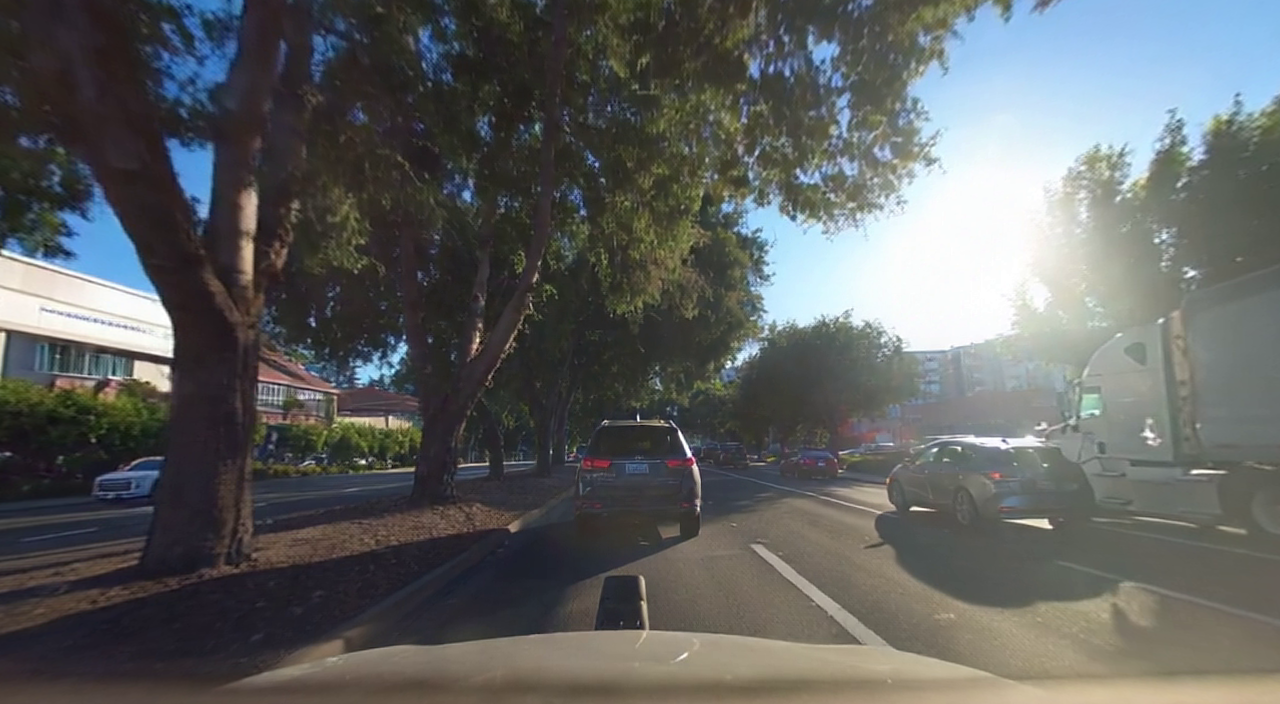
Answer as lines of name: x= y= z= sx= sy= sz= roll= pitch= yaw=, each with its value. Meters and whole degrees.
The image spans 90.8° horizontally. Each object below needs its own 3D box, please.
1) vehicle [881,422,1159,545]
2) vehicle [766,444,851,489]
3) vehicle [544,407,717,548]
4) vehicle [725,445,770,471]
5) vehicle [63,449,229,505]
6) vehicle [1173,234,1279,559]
vehicle: x=6.181 y=2.177 z=11.118 sx=2.056 sy=1.703 sz=4.428 roll=0 pitch=-9 yaw=-1
vehicle: x=6.408 y=4.389 z=24.559 sx=2.035 sy=1.553 sz=4.465 roll=0 pitch=-9 yaw=0
vehicle: x=-0.153 y=2.001 z=10.660 sx=2.320 sy=1.880 sz=4.192 roll=0 pitch=-9 yaw=-1
vehicle: x=6.533 y=6.474 z=38.846 sx=1.914 sy=1.523 sz=4.287 roll=0 pitch=-9 yaw=-1
vehicle: x=-19.311 y=4.861 z=25.156 sx=2.302 sy=1.939 sz=5.221 roll=0 pitch=-9 yaw=1
vehicle: x=9.968 y=-0.512 z=1.220 sx=2.879 sy=4.284 sz=17.334 roll=0 pitch=-9 yaw=0
